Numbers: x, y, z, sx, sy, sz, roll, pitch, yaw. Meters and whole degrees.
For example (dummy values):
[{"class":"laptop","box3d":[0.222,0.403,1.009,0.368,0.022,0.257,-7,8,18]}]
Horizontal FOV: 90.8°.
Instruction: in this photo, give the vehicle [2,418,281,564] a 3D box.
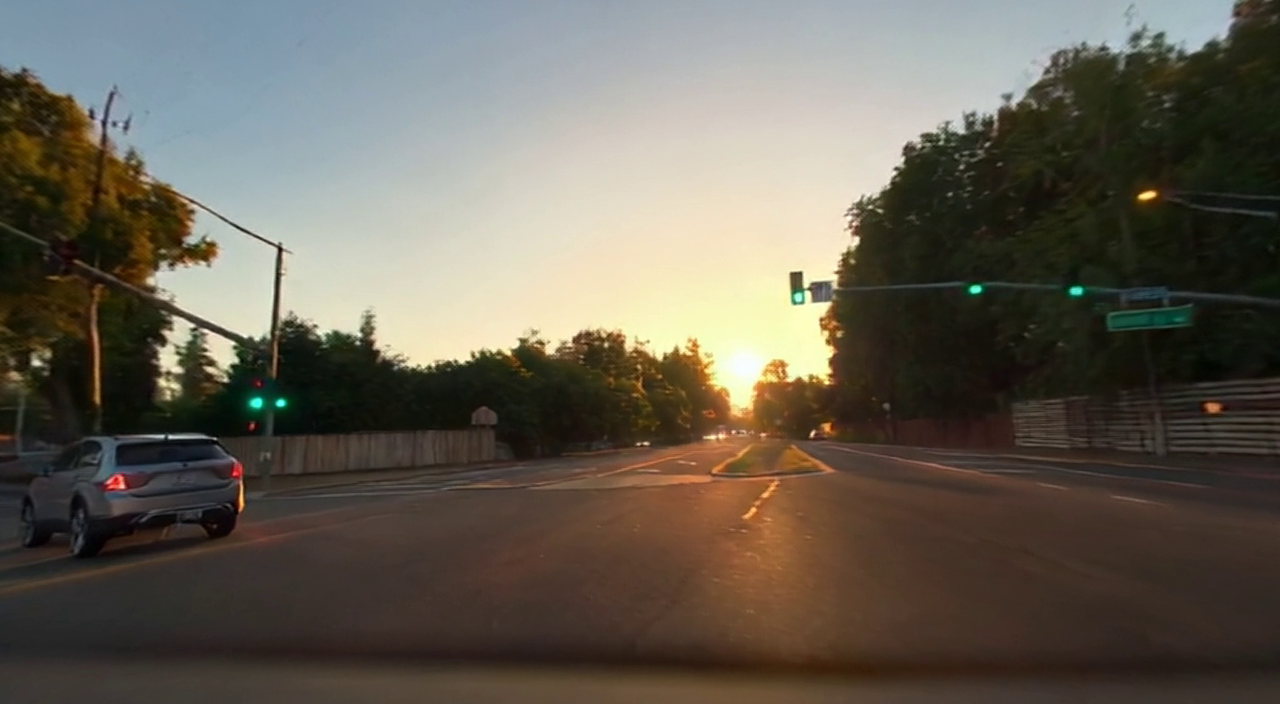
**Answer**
[{"class":"vehicle","box3d":[-8.174,2.075,10.278,4.580,1.827,2.230,-6,-10,35]}]
